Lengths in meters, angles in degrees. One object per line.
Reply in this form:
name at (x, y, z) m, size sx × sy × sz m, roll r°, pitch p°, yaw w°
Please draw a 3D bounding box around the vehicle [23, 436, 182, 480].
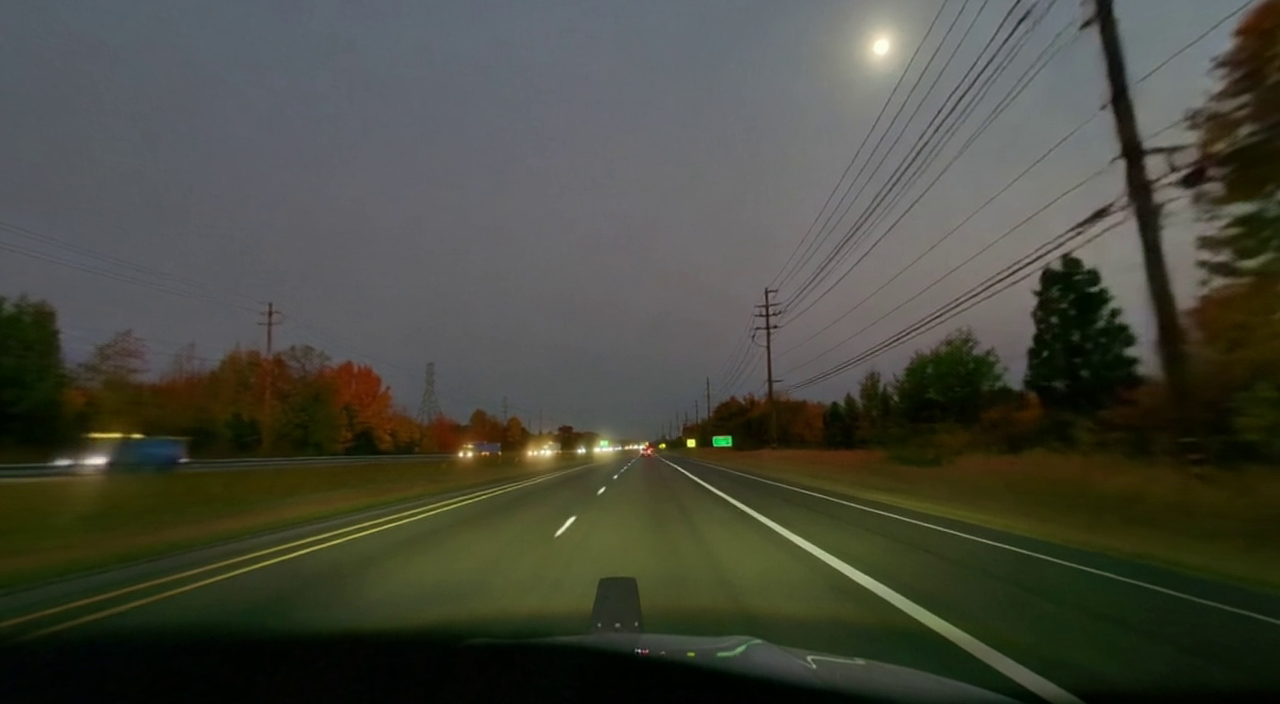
vehicle at (-31.678, 6.282, 37.699) m, size 2.623 × 2.328 × 7.640 m, roll 0°, pitch -9°, yaw 2°
